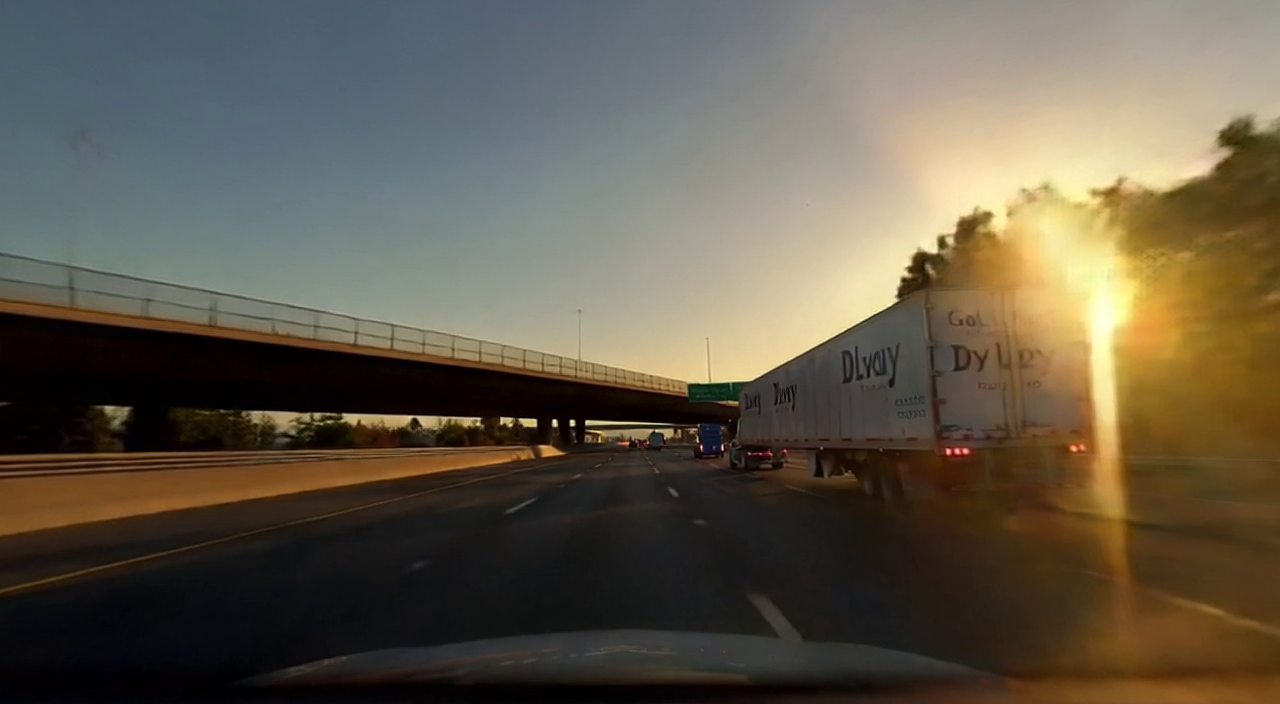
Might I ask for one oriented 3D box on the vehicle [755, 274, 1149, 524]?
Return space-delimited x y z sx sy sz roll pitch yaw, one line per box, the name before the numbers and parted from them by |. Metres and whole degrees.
vehicle | 6.330 1.895 18.075 2.962 3.947 16.241 0 -9 0
